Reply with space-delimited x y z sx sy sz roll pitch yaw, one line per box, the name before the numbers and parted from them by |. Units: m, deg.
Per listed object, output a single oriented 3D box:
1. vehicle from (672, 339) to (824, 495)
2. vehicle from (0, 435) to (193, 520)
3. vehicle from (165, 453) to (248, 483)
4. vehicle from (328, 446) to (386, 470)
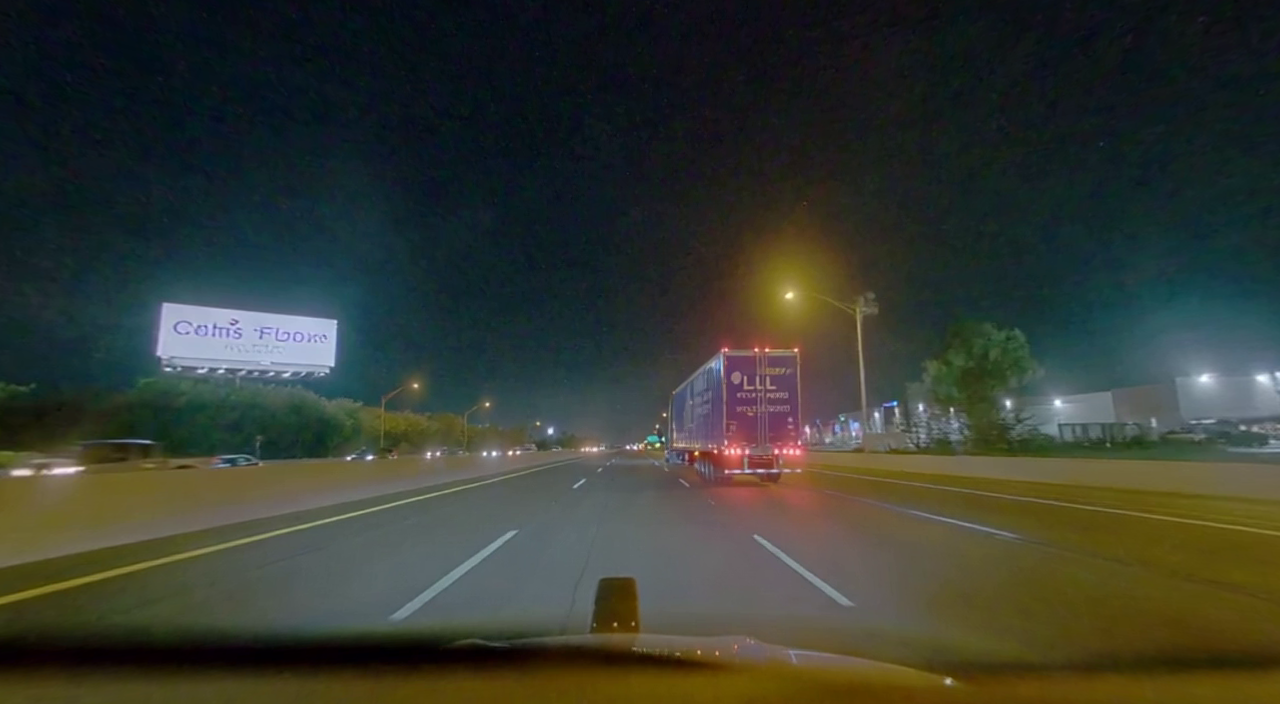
vehicle | 3.424 3.063 26.265 2.891 4.387 17.121 0 -9 -2
vehicle | -10.189 2.248 11.700 1.525 1.342 3.168 0 -9 -2
vehicle | -22.149 5.917 32.455 1.761 1.356 3.623 0 -9 -3
vehicle | -18.692 6.998 41.941 1.957 1.484 4.188 0 -9 -2
